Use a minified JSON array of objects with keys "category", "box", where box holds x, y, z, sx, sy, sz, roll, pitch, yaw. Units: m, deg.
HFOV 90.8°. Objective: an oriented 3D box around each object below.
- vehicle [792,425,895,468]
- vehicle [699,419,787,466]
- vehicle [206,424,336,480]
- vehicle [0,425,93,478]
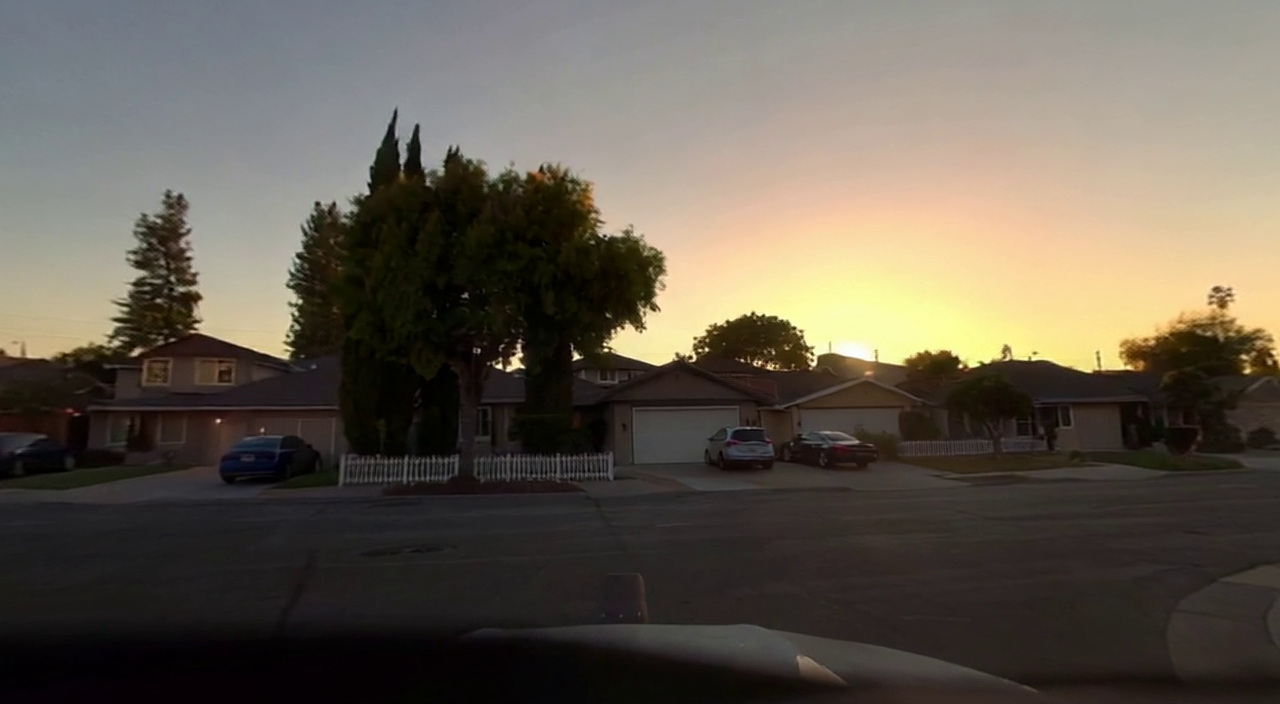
[{"category":"vehicle","box":[8.083,3.829,25.536,1.873,1.556,4.216,3,-9,-16]},{"category":"vehicle","box":[4.042,3.673,25.571,1.937,1.731,4.179,2,-9,-15]},{"category":"vehicle","box":[-12.186,3.350,21.299,1.942,1.651,4.655,1,-9,-6]},{"category":"vehicle","box":[-21.818,3.407,21.617,1.942,1.700,4.478,-1,-9,4]}]
